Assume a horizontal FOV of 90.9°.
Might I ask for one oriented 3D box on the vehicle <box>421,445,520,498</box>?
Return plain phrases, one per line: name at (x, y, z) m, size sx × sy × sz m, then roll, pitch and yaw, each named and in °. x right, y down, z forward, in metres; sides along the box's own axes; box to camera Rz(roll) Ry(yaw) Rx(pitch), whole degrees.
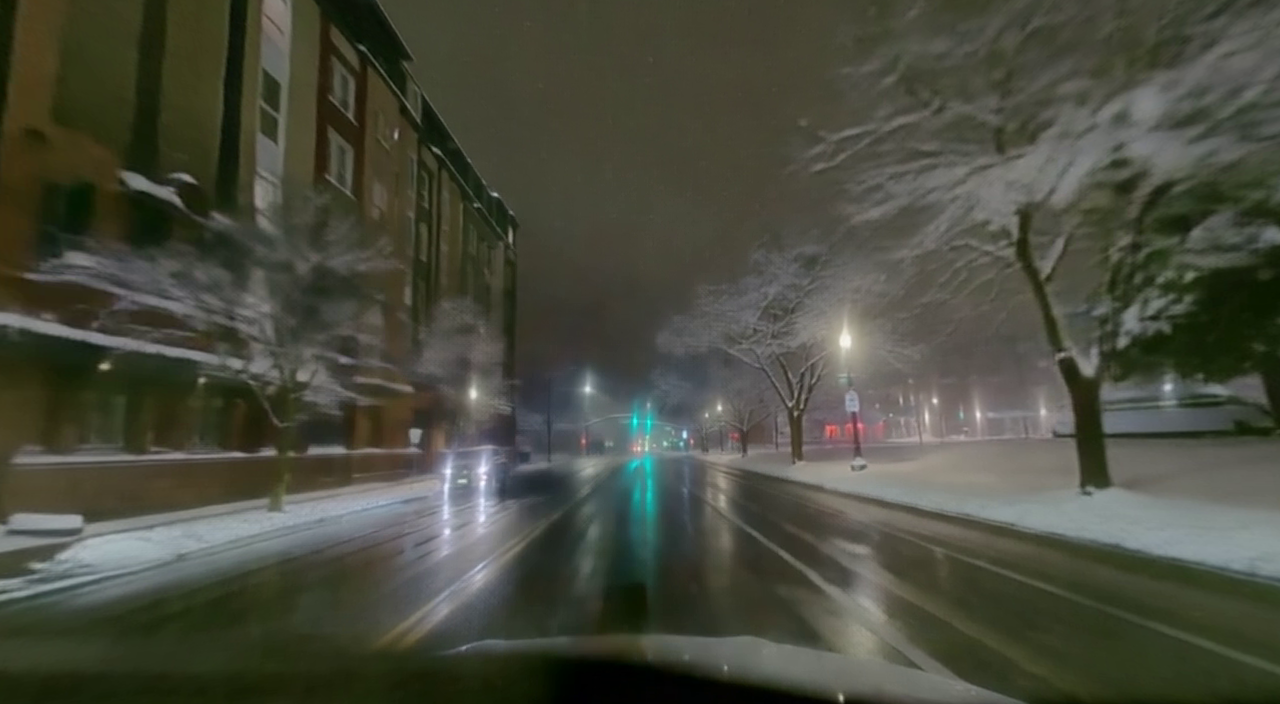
vehicle at (-5.983, 4.255, 22.980) m, size 2.147 × 1.701 × 4.879 m, roll 0°, pitch -8°, yaw 1°
